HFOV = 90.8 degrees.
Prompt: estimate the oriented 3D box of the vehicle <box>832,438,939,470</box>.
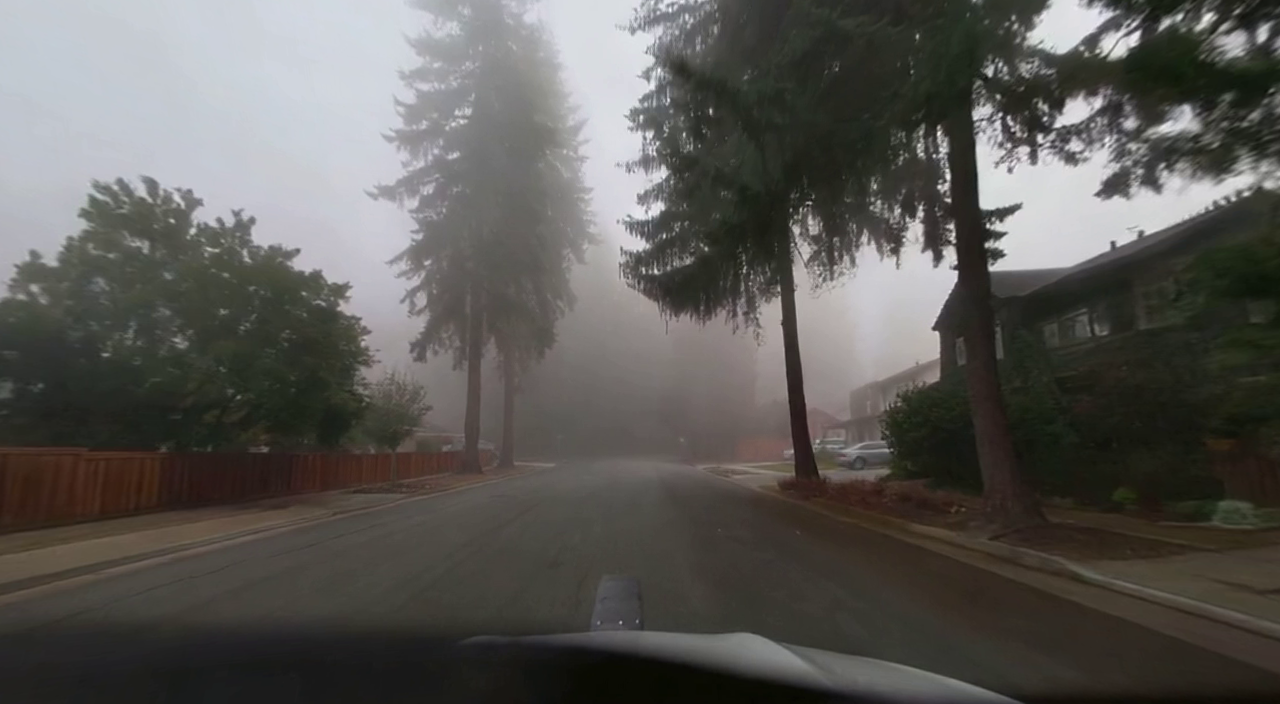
[{"bbox_3d":[11.787,4.928,30.600,4.415,1.457,1.797,0,-9,1],"label":"vehicle"}]
